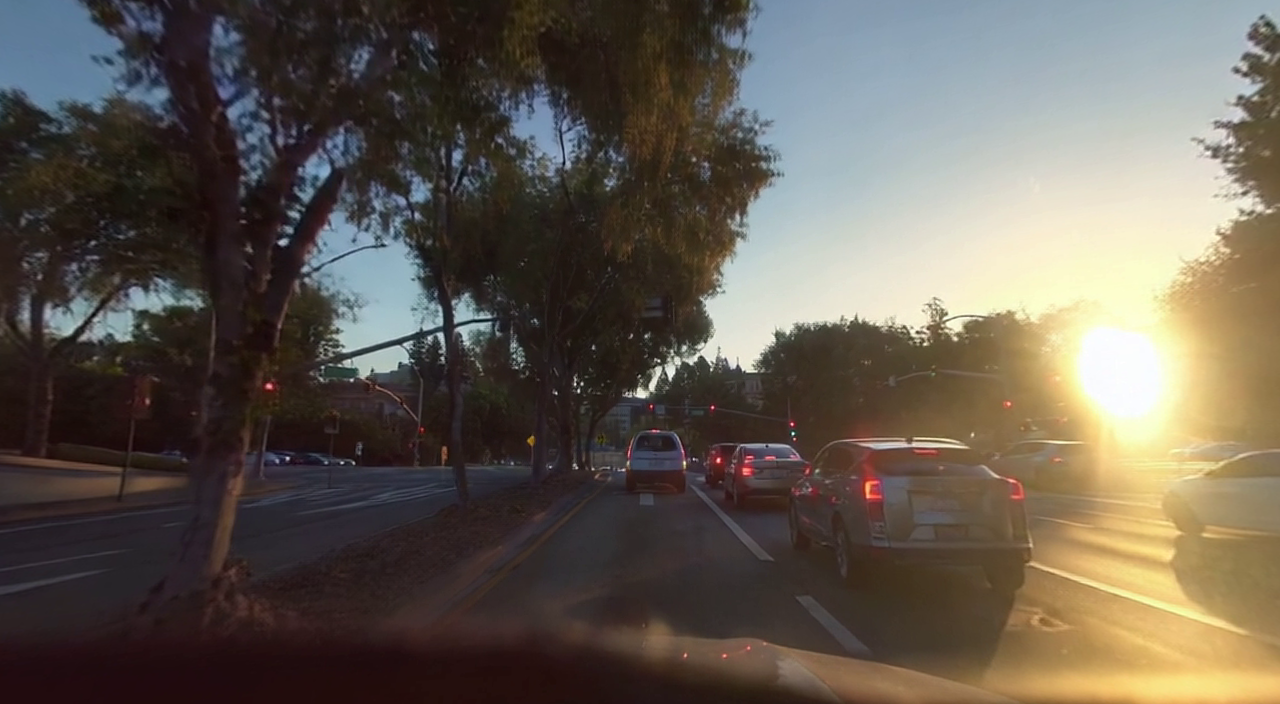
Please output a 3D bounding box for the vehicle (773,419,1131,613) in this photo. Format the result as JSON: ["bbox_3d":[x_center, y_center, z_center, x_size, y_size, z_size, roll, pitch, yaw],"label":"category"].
[{"bbox_3d":[3.007,1.646,7.313,2.078,1.578,4.107,0,-8,1],"label":"vehicle"}]

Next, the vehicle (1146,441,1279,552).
[{"bbox_3d":[9.300,1.887,8.182,1.884,1.422,4.262,0,-8,-1],"label":"vehicle"}]

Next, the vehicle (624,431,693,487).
[{"bbox_3d":[0.574,3.823,22.835,2.245,1.800,4.522,0,-8,0],"label":"vehicle"}]
